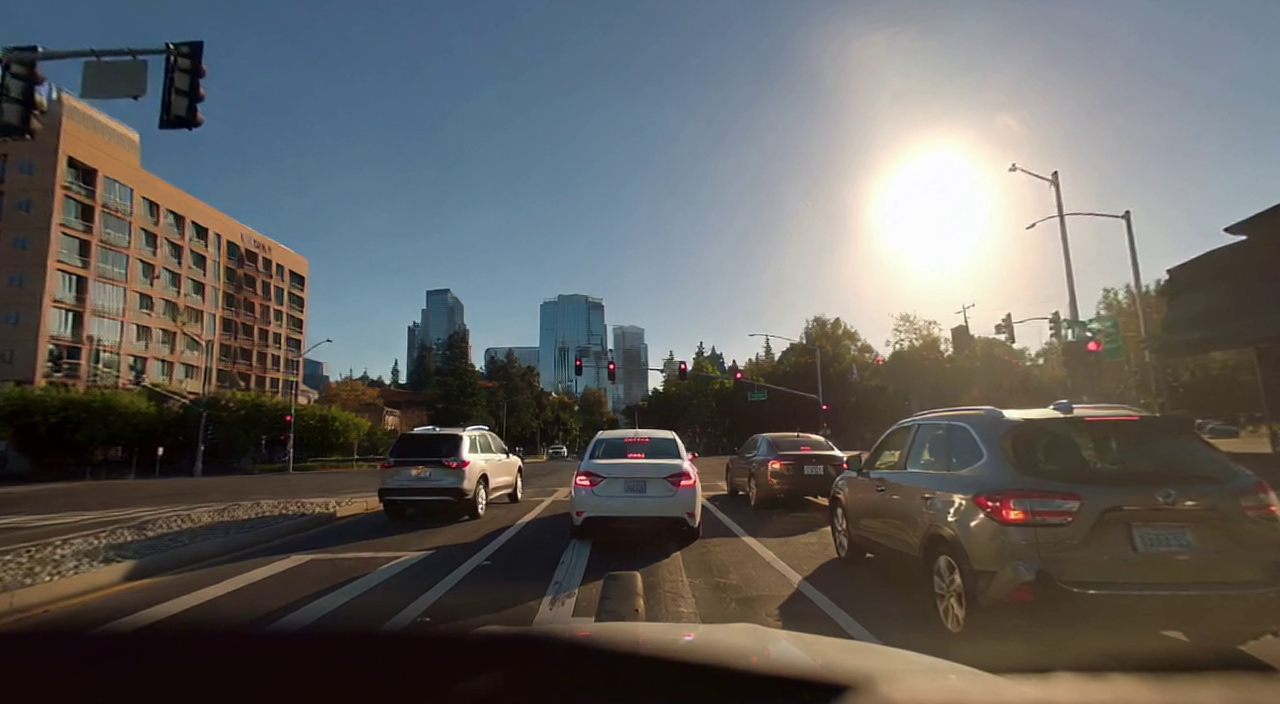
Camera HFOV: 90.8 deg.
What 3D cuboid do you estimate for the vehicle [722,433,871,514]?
[{"bbox_3d":[3.153,2.557,13.794,2.001,1.463,4.398,0,-8,-2],"label":"vehicle"}]

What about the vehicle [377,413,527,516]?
[{"bbox_3d":[-3.774,2.349,13.628,2.021,1.837,4.448,0,-8,-2],"label":"vehicle"}]

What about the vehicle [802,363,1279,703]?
[{"bbox_3d":[3.022,1.218,5.283,2.103,1.701,4.294,0,-8,-1],"label":"vehicle"}]

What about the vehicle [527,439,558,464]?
[{"bbox_3d":[-6.919,7.102,45.283,2.037,1.705,4.677,1,-9,-7],"label":"vehicle"}]

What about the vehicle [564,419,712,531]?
[{"bbox_3d":[-0.080,2.128,11.436,2.188,1.637,4.027,0,-8,-1],"label":"vehicle"}]
